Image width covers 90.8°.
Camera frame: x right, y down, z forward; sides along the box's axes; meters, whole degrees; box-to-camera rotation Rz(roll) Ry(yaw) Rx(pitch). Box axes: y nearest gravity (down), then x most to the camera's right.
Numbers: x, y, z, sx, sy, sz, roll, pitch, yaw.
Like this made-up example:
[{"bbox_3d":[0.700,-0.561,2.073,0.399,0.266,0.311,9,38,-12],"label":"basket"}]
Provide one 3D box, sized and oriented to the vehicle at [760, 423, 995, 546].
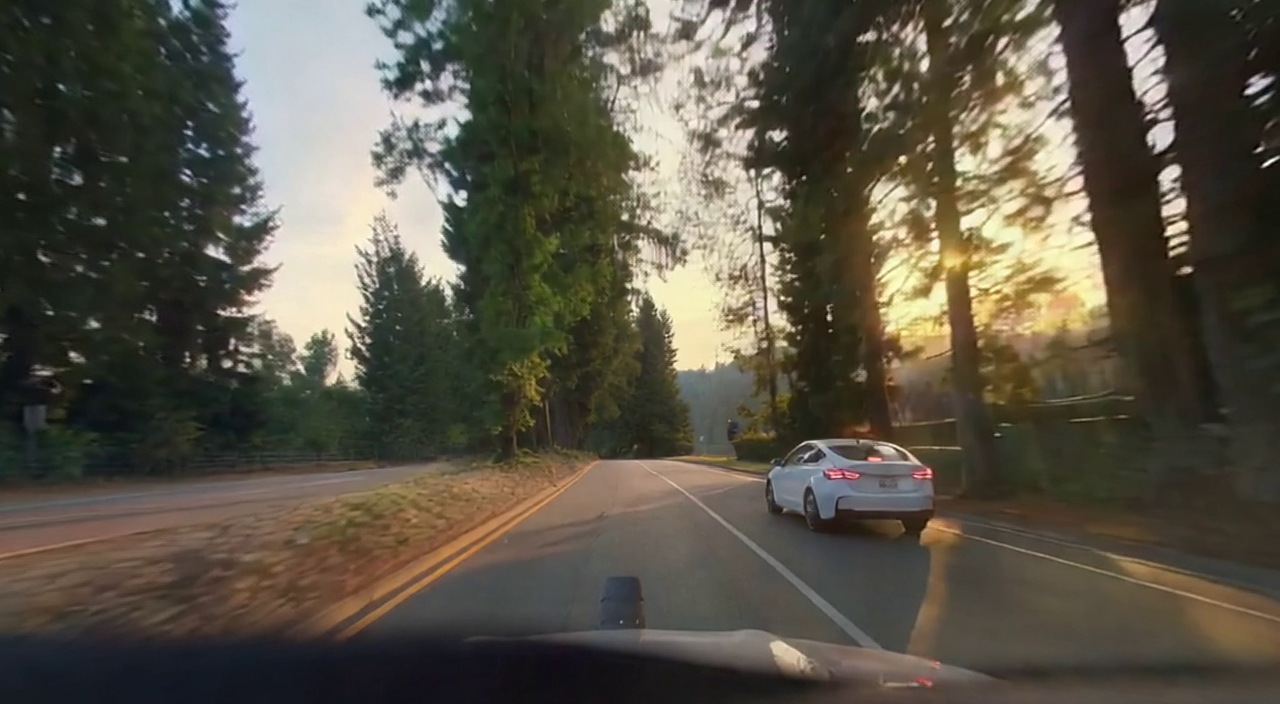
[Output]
[{"bbox_3d":[3.526,2.071,10.557,2.060,1.584,4.592,0,-9,-1],"label":"vehicle"}]
